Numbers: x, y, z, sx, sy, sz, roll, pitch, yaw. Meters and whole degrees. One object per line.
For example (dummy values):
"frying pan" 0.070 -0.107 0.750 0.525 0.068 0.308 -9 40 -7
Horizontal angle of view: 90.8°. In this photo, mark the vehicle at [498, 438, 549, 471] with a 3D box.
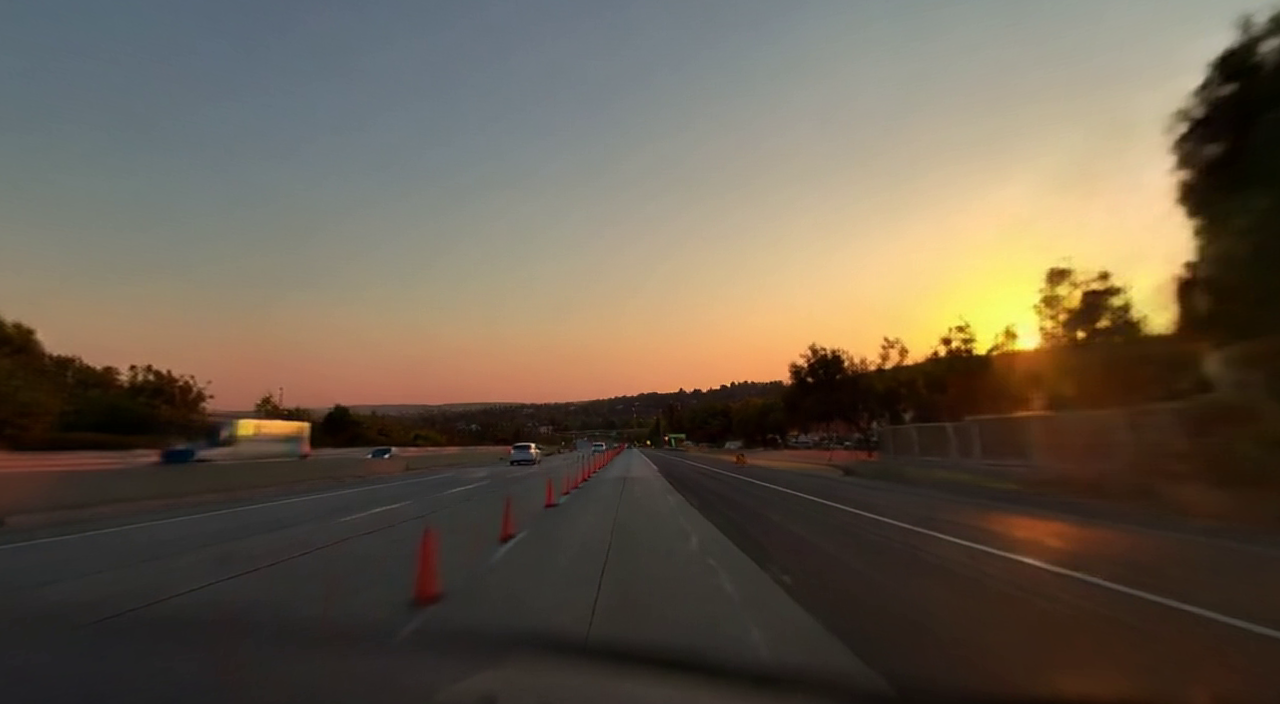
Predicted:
"vehicle" -6.586 5.831 36.162 2.036 1.758 4.529 0 -9 0

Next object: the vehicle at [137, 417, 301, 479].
"vehicle" -24.045 5.629 37.085 2.856 3.156 9.811 0 -9 0
